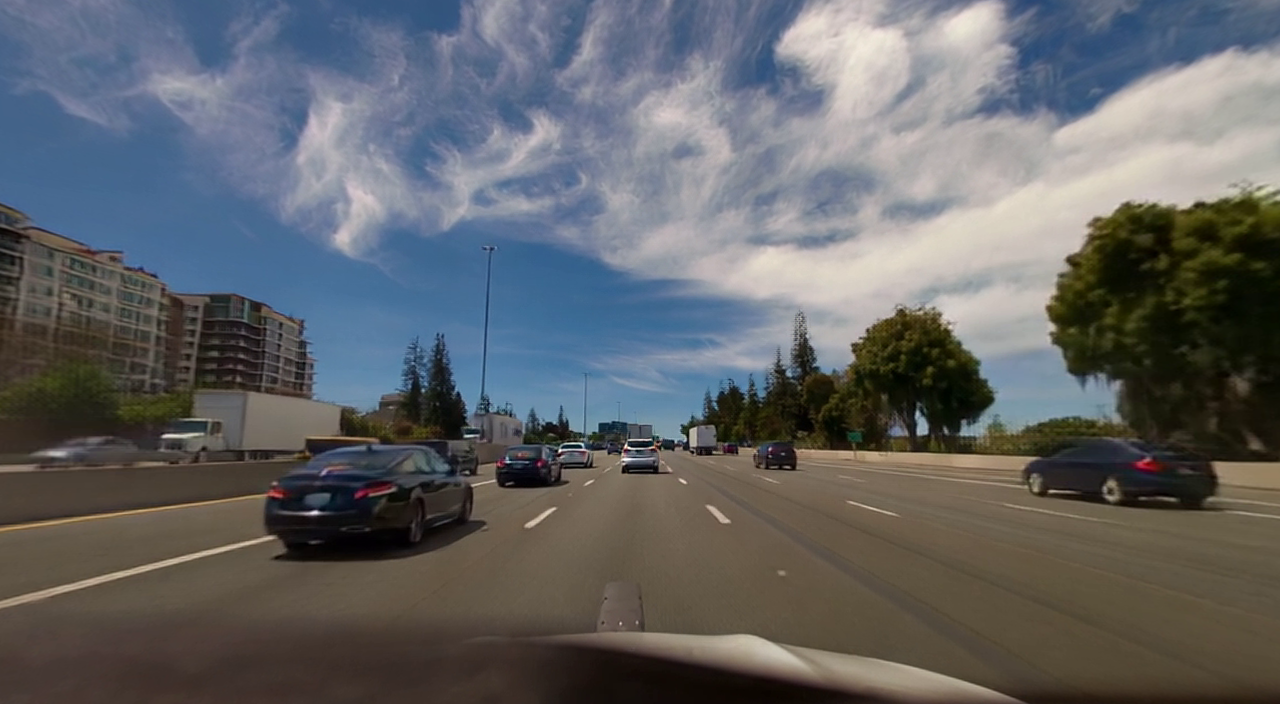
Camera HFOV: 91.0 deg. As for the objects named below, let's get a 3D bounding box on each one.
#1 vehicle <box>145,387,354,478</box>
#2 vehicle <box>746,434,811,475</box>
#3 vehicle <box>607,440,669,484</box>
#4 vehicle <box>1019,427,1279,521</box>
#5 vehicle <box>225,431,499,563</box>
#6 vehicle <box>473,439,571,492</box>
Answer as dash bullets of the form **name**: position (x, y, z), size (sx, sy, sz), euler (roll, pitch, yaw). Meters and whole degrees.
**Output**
- **vehicle**: position (-18.813, 4.208, 31.866), size (2.989, 3.764, 11.425), euler (0, -9, 1)
- **vehicle**: position (6.451, 4.832, 29.809), size (1.992, 1.745, 4.329), euler (0, -9, -1)
- **vehicle**: position (-0.078, 3.984, 23.127), size (2.053, 1.461, 3.941), euler (0, -9, 0)
- **vehicle**: position (10.189, 2.449, 13.077), size (2.066, 1.629, 3.945), euler (0, -9, -1)
- **vehicle**: position (-3.569, 1.941, 9.146), size (2.025, 1.449, 4.190), euler (0, -9, 1)
- **vehicle**: position (-3.540, 3.534, 19.907), size (2.098, 1.463, 4.578), euler (0, -9, 2)
